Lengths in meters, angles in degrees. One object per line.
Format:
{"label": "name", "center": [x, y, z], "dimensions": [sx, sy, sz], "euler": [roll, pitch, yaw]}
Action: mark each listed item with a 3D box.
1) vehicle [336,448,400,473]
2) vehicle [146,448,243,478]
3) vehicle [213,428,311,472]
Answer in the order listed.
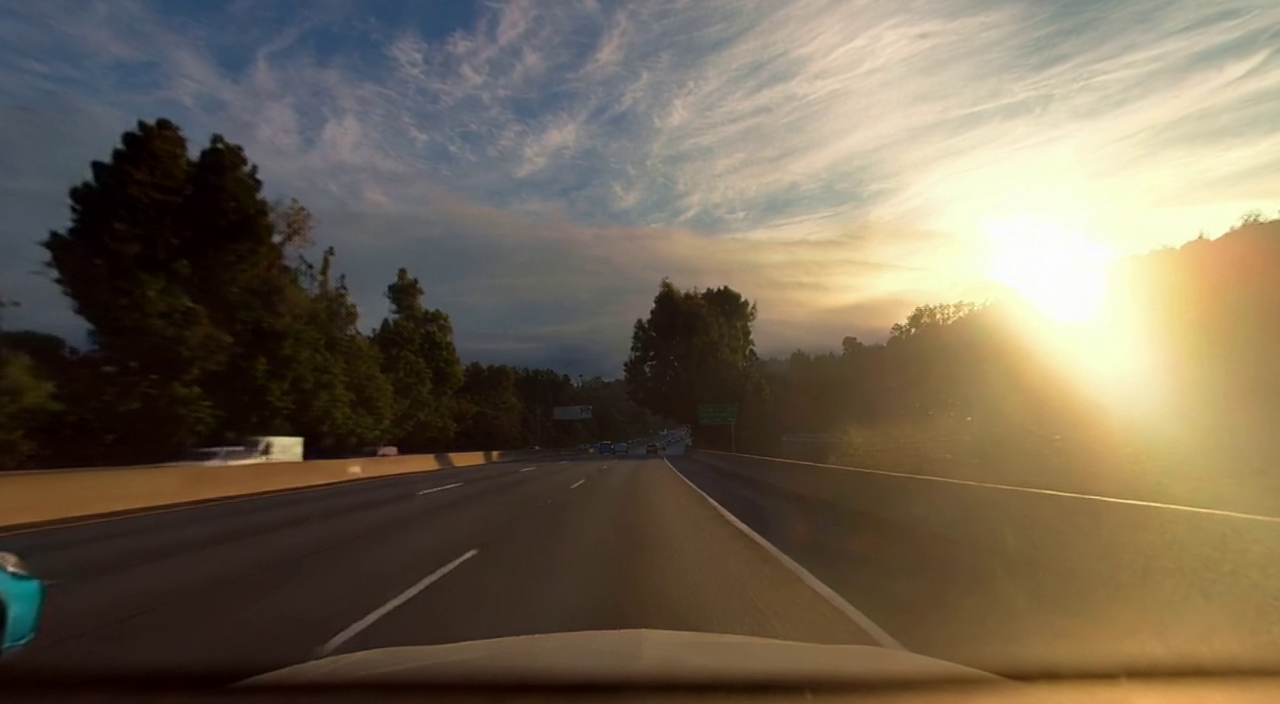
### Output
{"label": "vehicle", "center": [-16.343, 6.512, 38.016], "dimensions": [1.820, 1.389, 4.298], "euler": [0, -8, 2]}
{"label": "vehicle", "center": [-23.345, 5.795, 33.241], "dimensions": [1.797, 1.453, 4.452], "euler": [0, -8, 1]}
{"label": "vehicle", "center": [-23.236, 6.057, 39.049], "dimensions": [2.406, 2.510, 5.519], "euler": [-1, -8, 3]}
